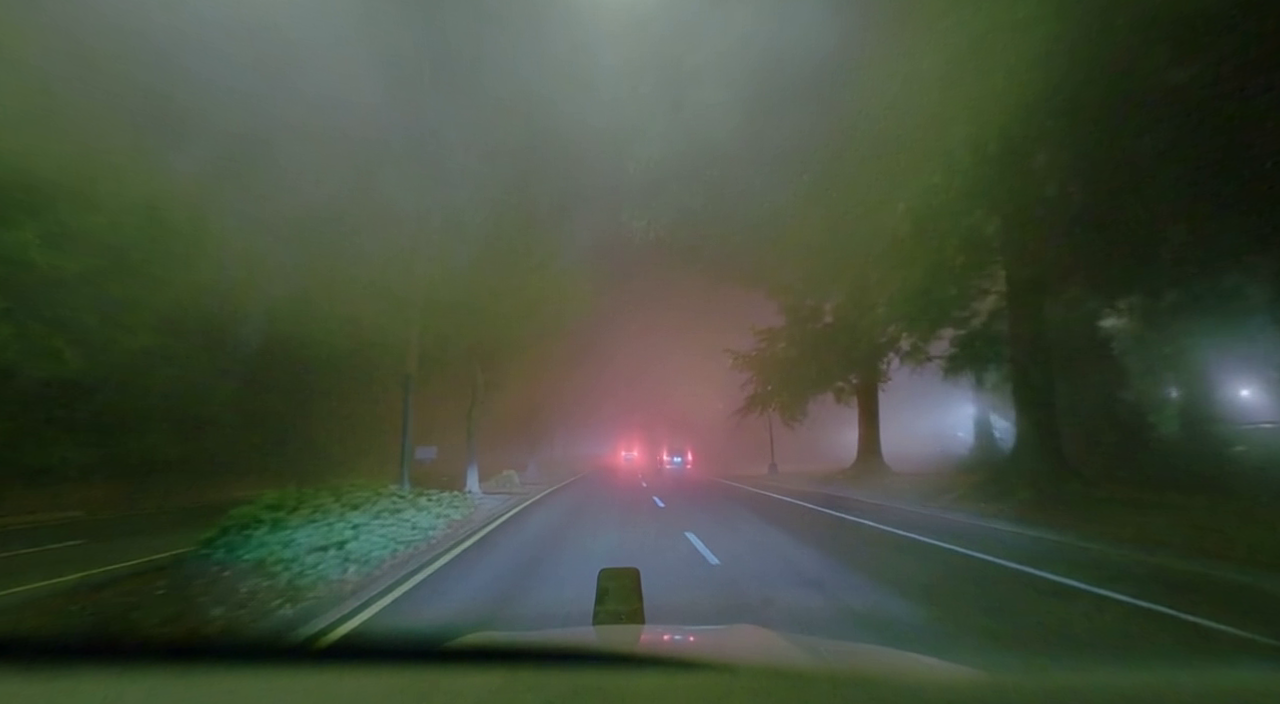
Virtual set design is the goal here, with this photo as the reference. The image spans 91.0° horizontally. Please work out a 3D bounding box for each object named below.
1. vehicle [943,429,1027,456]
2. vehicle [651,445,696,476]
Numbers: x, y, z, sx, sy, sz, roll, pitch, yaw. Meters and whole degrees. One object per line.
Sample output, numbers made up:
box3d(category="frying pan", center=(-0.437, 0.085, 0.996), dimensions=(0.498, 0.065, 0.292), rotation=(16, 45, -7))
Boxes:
box3d(category="vehicle", center=(27.333, 7.189, 49.995), dimensions=(5.465, 2.116, 2.004), rotation=(0, -9, 0))
box3d(category="vehicle", center=(1.766, 5.918, 34.528), dimensions=(2.044, 1.537, 4.528), rotation=(0, -9, -2))
